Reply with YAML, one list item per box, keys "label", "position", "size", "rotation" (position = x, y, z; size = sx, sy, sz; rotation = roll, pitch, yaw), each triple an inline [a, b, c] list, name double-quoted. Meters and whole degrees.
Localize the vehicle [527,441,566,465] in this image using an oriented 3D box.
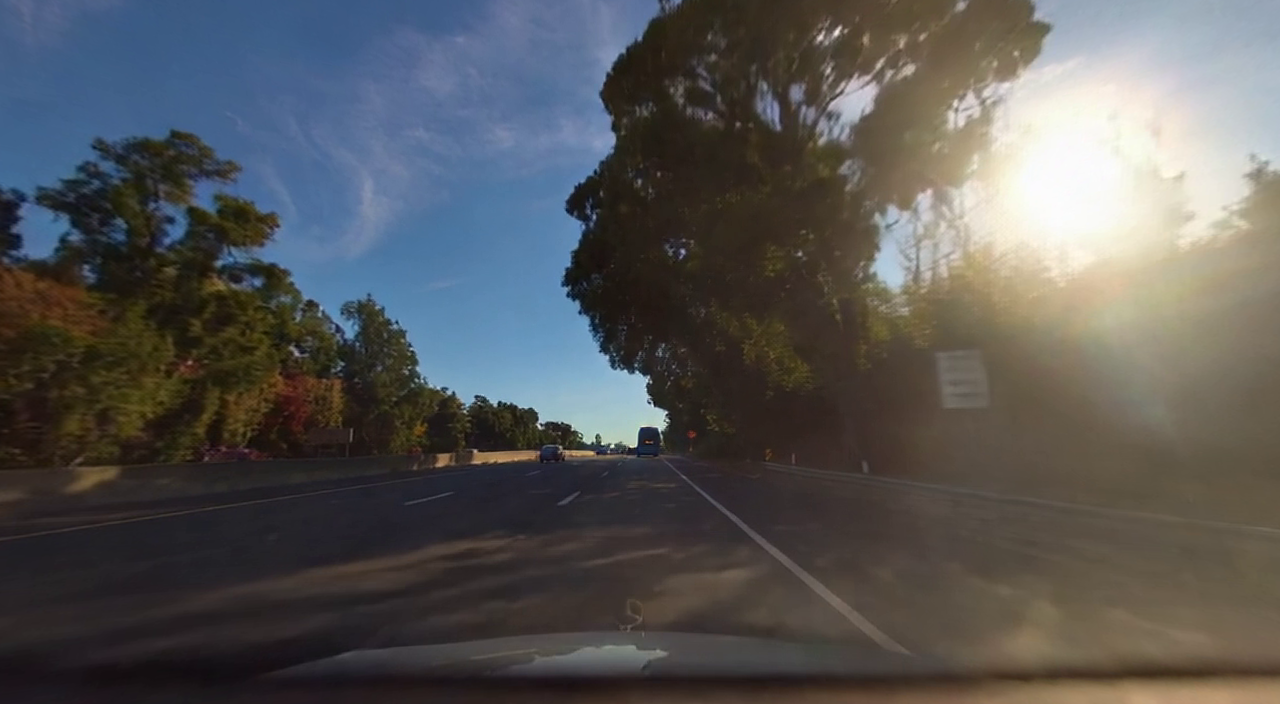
- label: "vehicle"
  position: [-6.835, 7.452, 46.596]
  size: [2.080, 1.674, 4.660]
  rotation: [0, -8, 2]
